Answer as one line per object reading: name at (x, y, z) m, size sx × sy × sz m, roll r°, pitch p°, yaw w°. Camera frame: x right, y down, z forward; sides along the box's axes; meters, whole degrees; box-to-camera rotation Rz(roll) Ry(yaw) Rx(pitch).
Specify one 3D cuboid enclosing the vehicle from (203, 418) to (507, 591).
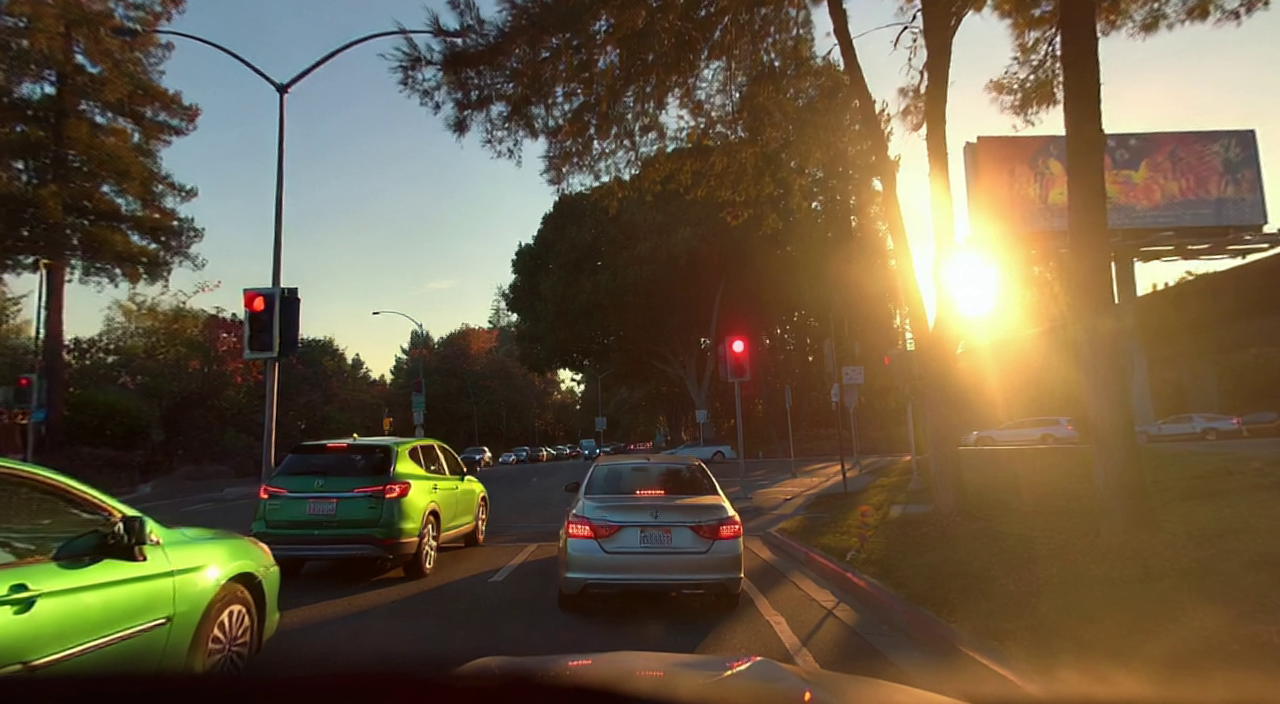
vehicle at (-3.166, 1.781, 8.133) m, size 1.950 × 1.628 × 4.082 m, roll -1°, pitch -9°, yaw 1°

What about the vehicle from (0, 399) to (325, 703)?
vehicle at (-3.145, 0.974, 2.421) m, size 1.808 × 1.520 × 3.846 m, roll -1°, pitch -9°, yaw 1°

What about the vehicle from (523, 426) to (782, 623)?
vehicle at (0.035, 1.586, 6.624) m, size 1.977 × 1.467 × 3.474 m, roll 0°, pitch -9°, yaw -2°
